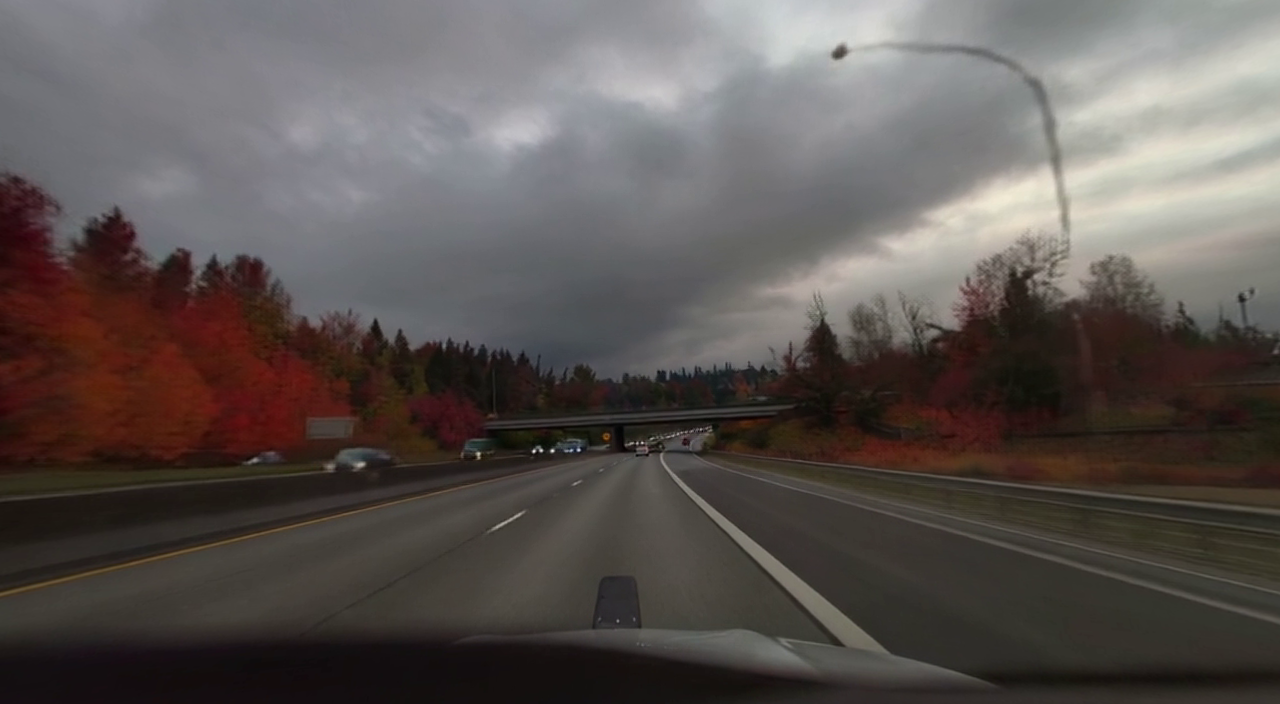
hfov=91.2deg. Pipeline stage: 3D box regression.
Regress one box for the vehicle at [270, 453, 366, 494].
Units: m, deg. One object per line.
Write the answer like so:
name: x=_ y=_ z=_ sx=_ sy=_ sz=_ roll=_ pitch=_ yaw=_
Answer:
vehicle: x=-13.008 y=4.913 z=25.598 sx=1.816 sy=1.465 sz=3.865 roll=-1 pitch=-9 yaw=0
